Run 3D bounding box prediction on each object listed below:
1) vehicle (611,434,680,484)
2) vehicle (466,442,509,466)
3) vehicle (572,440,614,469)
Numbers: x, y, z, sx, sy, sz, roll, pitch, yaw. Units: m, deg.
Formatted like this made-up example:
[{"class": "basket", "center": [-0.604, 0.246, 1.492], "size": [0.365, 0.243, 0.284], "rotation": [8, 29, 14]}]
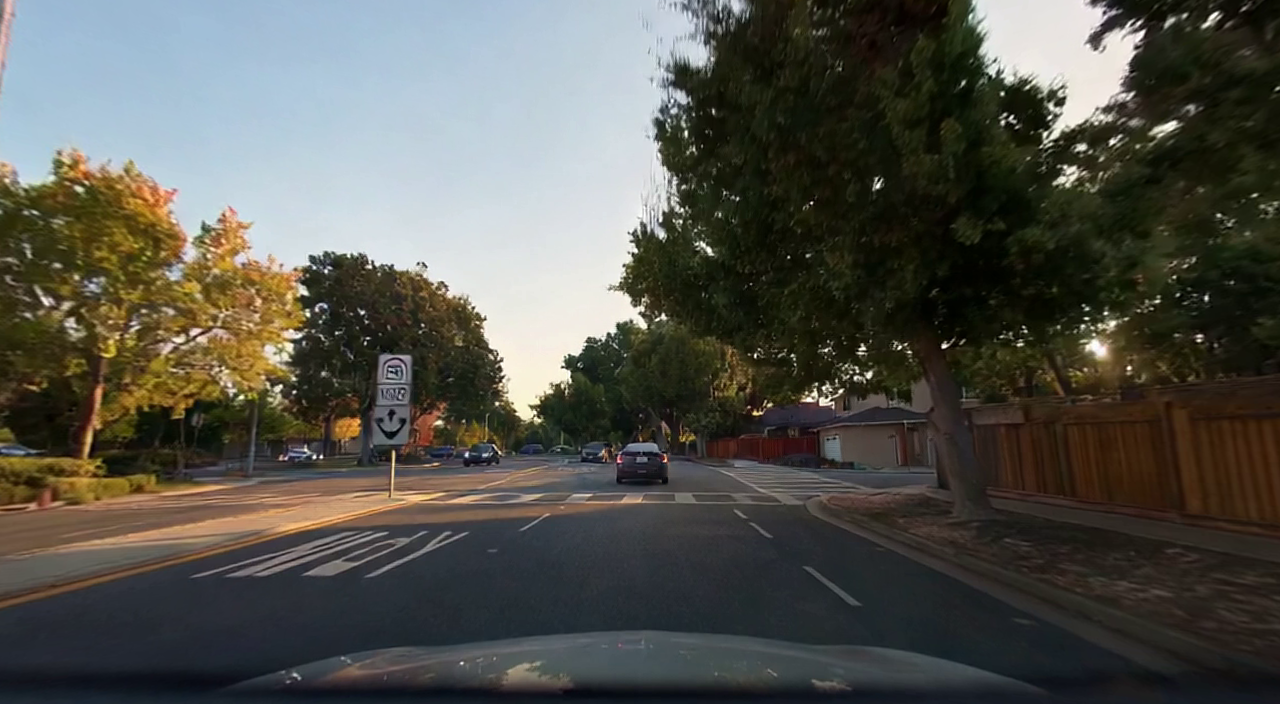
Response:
[{"class": "vehicle", "center": [0.235, 3.869, 23.033], "size": [2.290, 1.653, 4.127], "rotation": [0, -8, 1]}, {"class": "vehicle", "center": [-11.292, 7.553, 46.829], "size": [2.103, 1.679, 4.199], "rotation": [0, -8, 1]}, {"class": "vehicle", "center": [-2.850, 6.364, 39.423], "size": [2.067, 1.546, 4.988], "rotation": [2, -7, 2]}]
